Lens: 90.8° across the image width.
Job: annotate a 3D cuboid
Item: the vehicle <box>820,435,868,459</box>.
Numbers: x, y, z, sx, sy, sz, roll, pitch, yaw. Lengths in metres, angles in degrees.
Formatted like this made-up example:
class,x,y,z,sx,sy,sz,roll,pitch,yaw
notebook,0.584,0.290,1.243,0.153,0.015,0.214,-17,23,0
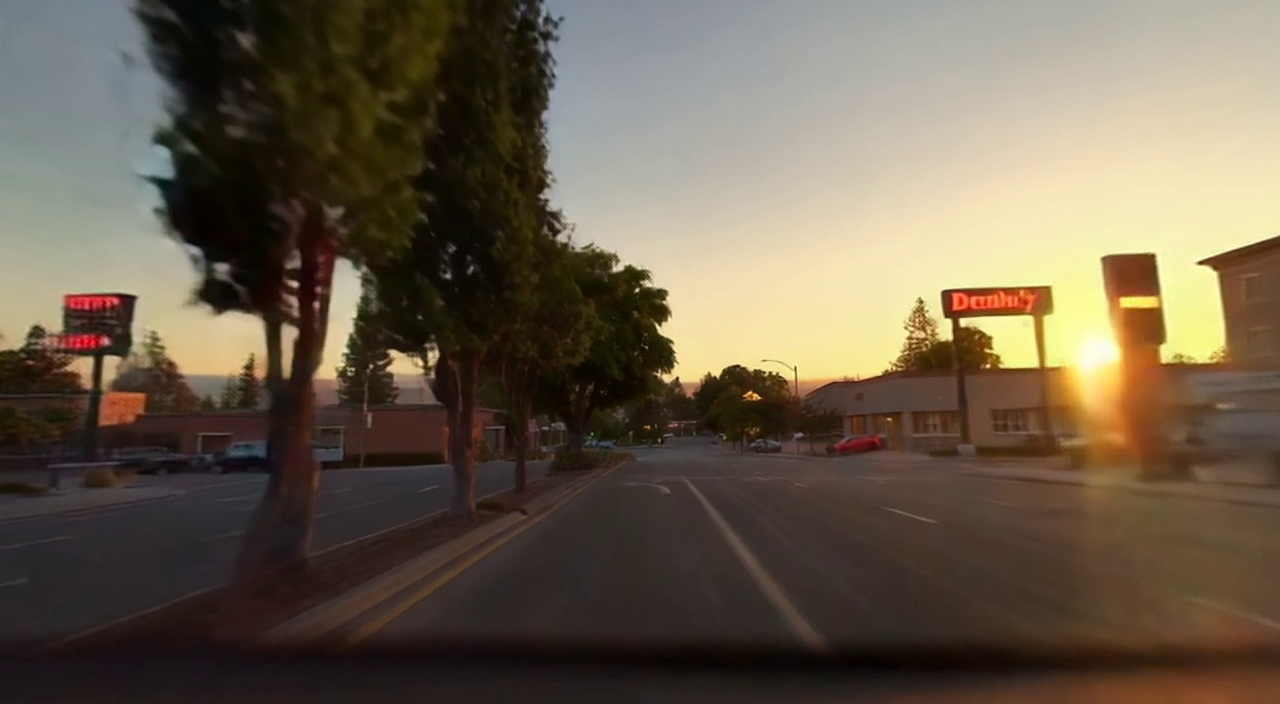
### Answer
class,x,y,z,sx,sy,sz,roll,pitch,yaw
vehicle,14.978,7.015,46.664,1.987,1.694,4.523,-1,-8,0

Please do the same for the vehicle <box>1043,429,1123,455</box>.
class,x,y,z,sx,sy,sz,roll,pitch,yaw
vehicle,27.628,5.625,39.596,1.836,1.497,4.419,-1,-8,1

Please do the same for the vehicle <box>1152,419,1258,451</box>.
class,x,y,z,sx,sy,sz,roll,pitch,yaw
vehicle,35.861,5.288,40.331,2.028,1.886,5.190,0,-8,1
